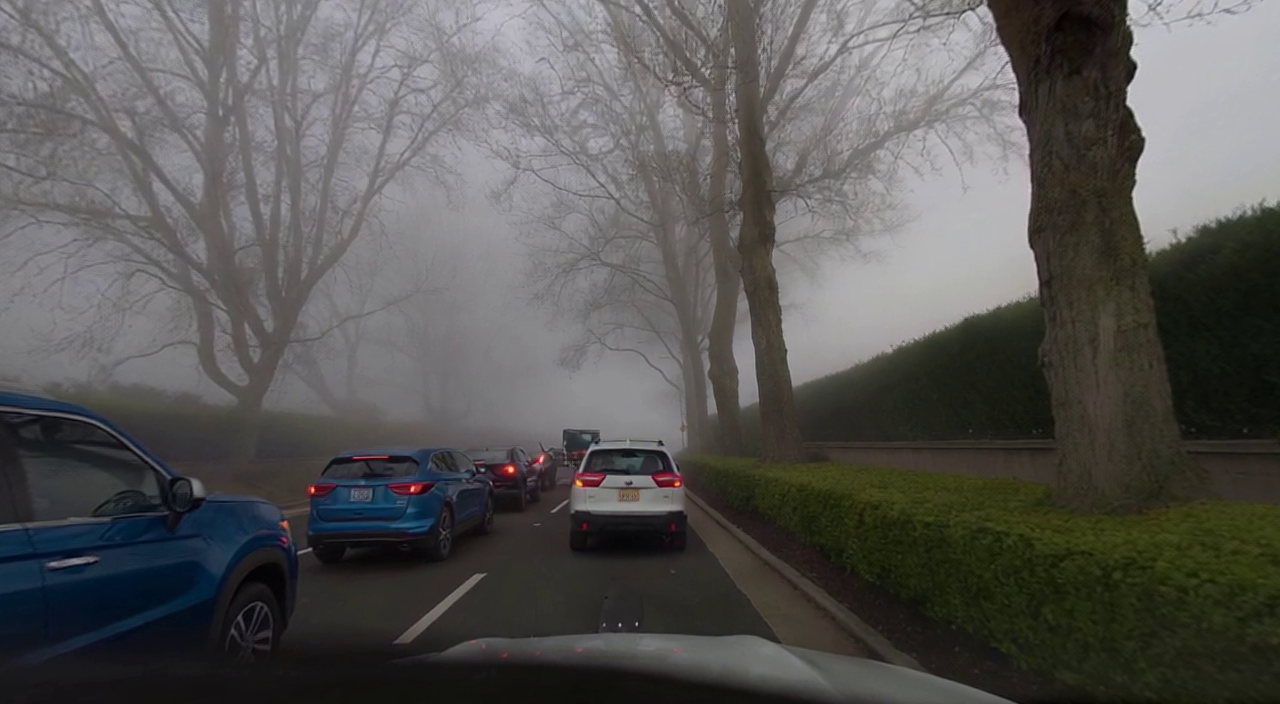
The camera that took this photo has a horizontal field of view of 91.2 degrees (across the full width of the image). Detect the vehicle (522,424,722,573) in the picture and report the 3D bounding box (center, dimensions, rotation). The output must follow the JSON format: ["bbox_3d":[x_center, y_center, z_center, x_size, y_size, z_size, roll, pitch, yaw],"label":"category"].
[{"bbox_3d":[-0.226,1.897,8.849,2.154,1.581,4.007,0,-9,-1],"label":"vehicle"}]

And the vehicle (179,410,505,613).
[{"bbox_3d":[-3.410,1.864,8.334,2.256,1.728,4.421,-6,-8,-2],"label":"vehicle"}]

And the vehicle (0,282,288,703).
[{"bbox_3d":[-3.284,0.678,1.267,2.205,1.913,5.327,-5,-8,-2],"label":"vehicle"}]
